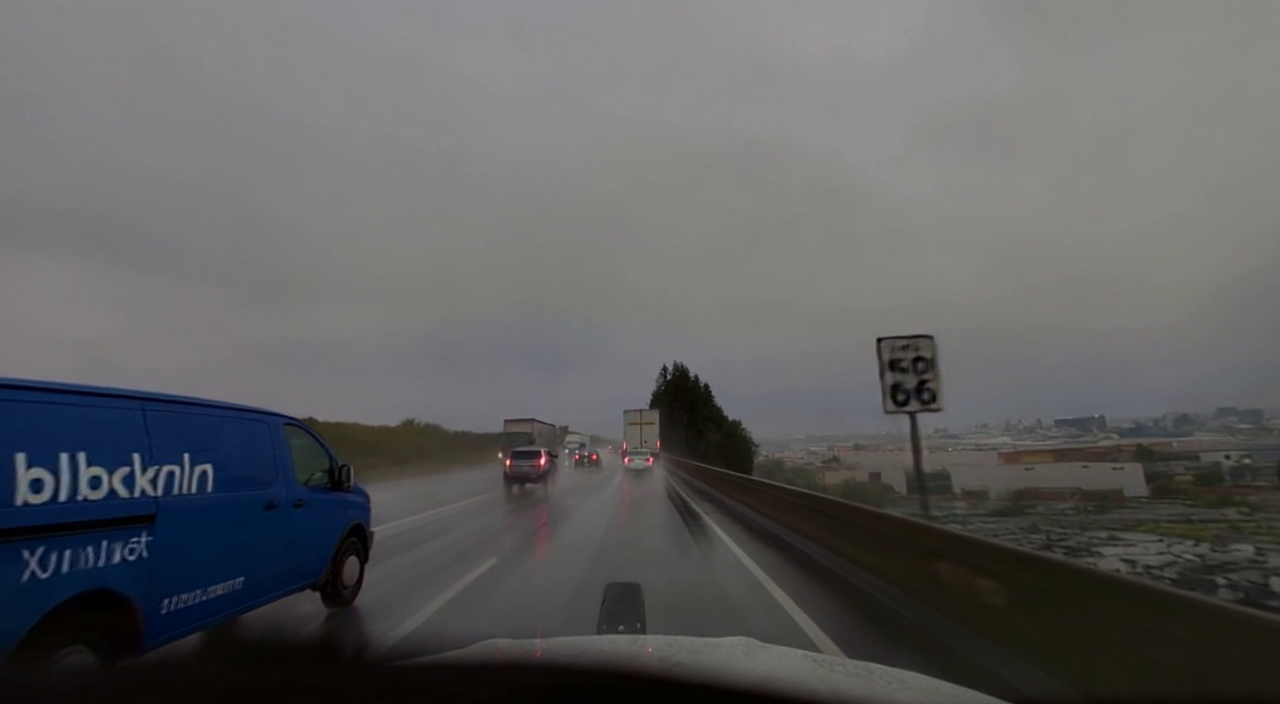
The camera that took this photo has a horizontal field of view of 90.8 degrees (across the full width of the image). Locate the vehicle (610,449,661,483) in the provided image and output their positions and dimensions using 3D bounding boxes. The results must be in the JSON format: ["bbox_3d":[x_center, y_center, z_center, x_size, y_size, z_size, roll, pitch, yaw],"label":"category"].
[{"bbox_3d":[-0.218,5.012,28.024,2.095,1.393,3.908,0,-9,-1],"label":"vehicle"}]

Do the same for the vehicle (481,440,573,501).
[{"bbox_3d":[-3.223,3.458,18.802,1.937,1.600,4.141,0,-9,1],"label":"vehicle"}]

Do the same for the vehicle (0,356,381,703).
[{"bbox_3d":[-3.300,1.017,3.145,2.117,1.688,4.582,0,-9,-1],"label":"vehicle"}]
